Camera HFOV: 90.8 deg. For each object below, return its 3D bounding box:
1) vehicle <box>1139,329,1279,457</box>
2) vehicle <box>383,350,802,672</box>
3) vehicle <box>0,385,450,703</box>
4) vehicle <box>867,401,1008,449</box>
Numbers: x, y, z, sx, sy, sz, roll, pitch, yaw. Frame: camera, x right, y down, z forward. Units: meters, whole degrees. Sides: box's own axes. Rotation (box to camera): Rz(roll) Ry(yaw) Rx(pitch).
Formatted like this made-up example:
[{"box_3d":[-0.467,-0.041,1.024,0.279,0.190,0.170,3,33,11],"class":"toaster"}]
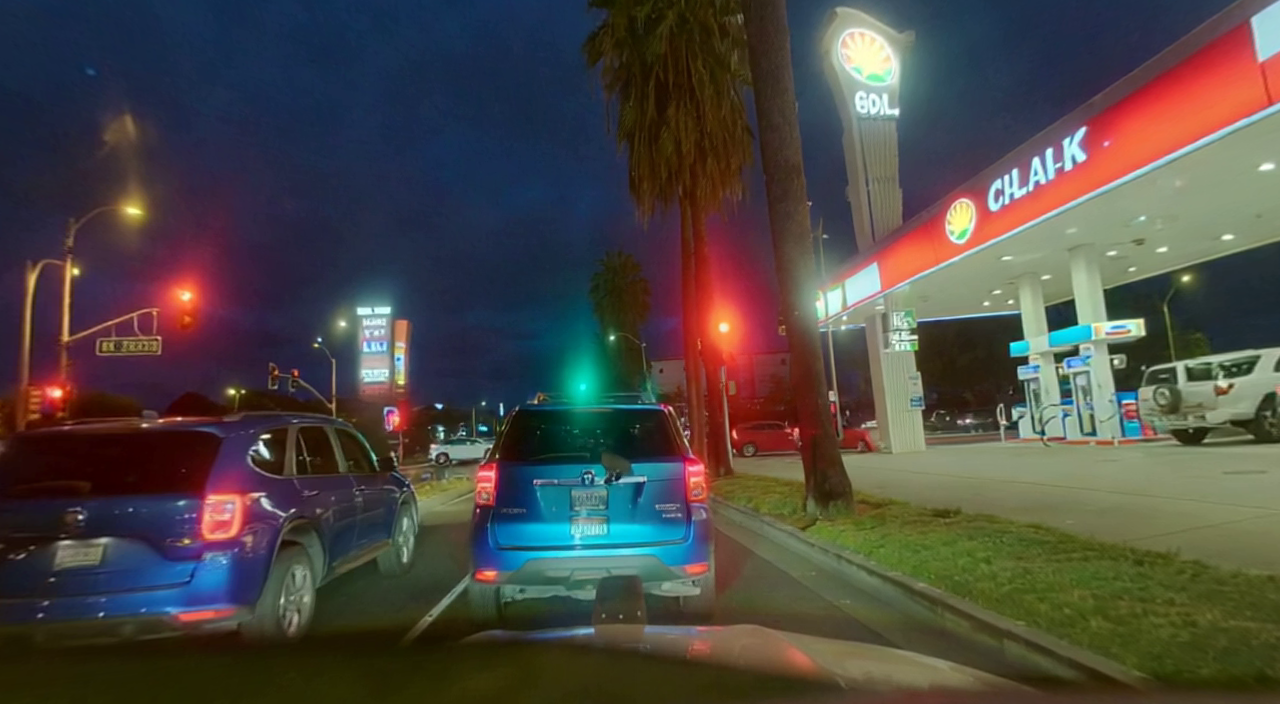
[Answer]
[{"box_3d":[9.980,0.641,8.846,4.374,1.571,1.963,0,-8,-4],"class":"vehicle"},{"box_3d":[-0.448,1.296,6.319,2.519,1.913,4.819,0,-8,-5],"class":"vehicle"},{"box_3d":[-3.434,1.383,5.783,2.097,1.692,5.030,0,-8,-4],"class":"vehicle"},{"box_3d":[12.964,3.248,27.772,5.033,1.999,2.259,0,-8,-4],"class":"vehicle"}]
